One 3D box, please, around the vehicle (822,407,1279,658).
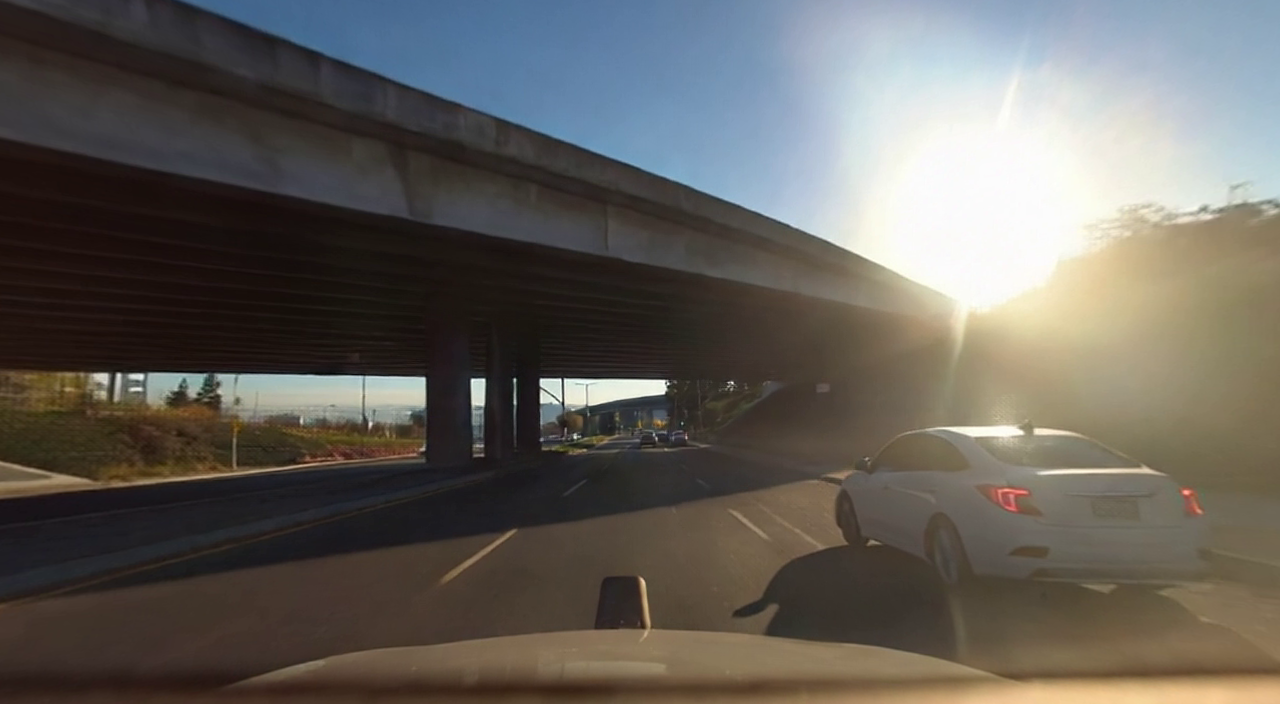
[{"bbox_3d":[3.486,1.461,6.196,2.063,1.542,4.420,0,-9,0],"label":"vehicle"}]
